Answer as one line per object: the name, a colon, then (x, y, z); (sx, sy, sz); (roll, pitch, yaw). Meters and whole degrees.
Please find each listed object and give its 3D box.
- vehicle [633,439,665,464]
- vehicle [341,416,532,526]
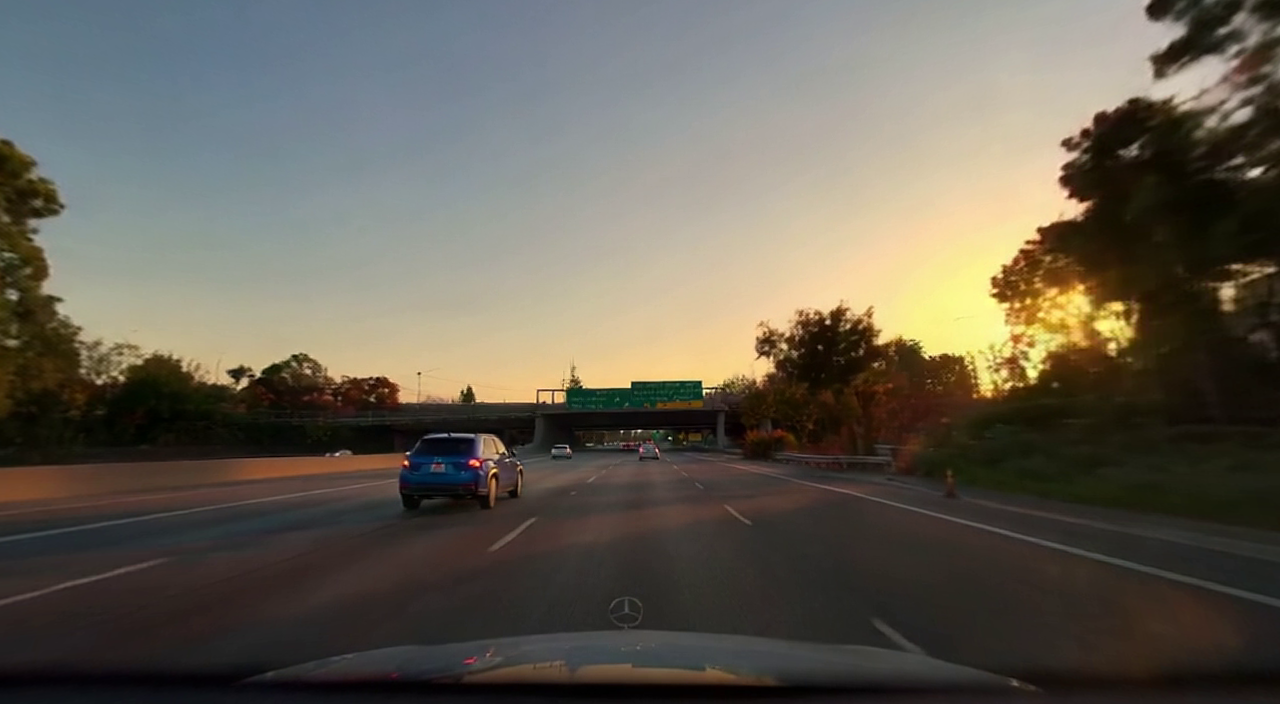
vehicle: (0.577, 6.766, 42.913); (2.023, 1.589, 4.030); (0, -8, 0)
vehicle: (-3.699, 2.263, 12.525); (2.214, 1.759, 4.435); (0, -8, 1)
